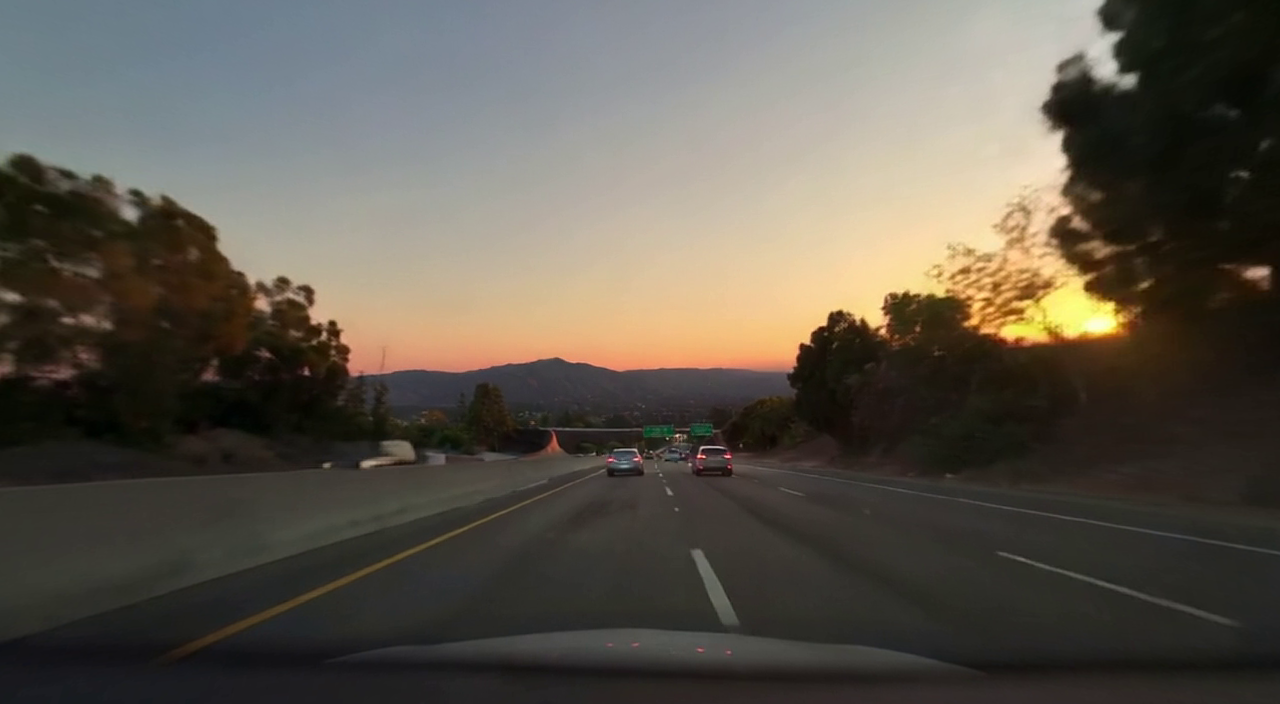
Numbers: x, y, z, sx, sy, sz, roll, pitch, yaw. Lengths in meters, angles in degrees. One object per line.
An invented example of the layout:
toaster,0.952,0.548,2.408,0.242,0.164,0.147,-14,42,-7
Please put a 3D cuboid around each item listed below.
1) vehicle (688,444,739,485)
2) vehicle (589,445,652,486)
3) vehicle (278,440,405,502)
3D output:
vehicle,3.133,4.771,26.886,1.969,1.595,3.964,-1,-9,6
vehicle,-0.752,4.796,26.870,2.084,1.594,4.219,-1,-9,6
vehicle,-10.617,4.242,22.875,2.164,1.955,5.285,0,-9,-2
